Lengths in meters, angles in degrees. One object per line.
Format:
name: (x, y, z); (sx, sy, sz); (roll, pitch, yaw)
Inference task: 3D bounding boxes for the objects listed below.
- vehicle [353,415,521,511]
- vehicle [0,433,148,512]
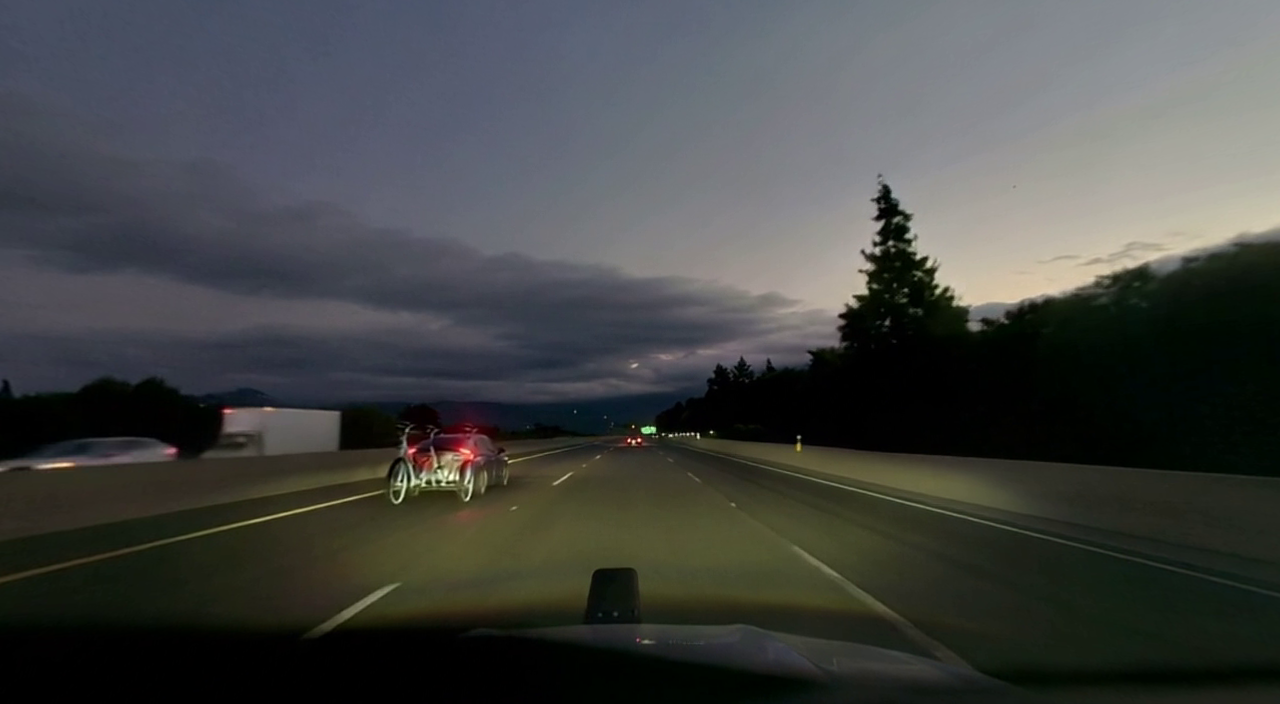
vehicle: (-3.948, 2.221, 13.188); (2.064, 1.647, 4.381); (0, -8, 0)
vehicle: (-12.956, 2.428, 13.057); (1.900, 1.462, 4.525); (0, -8, -1)
